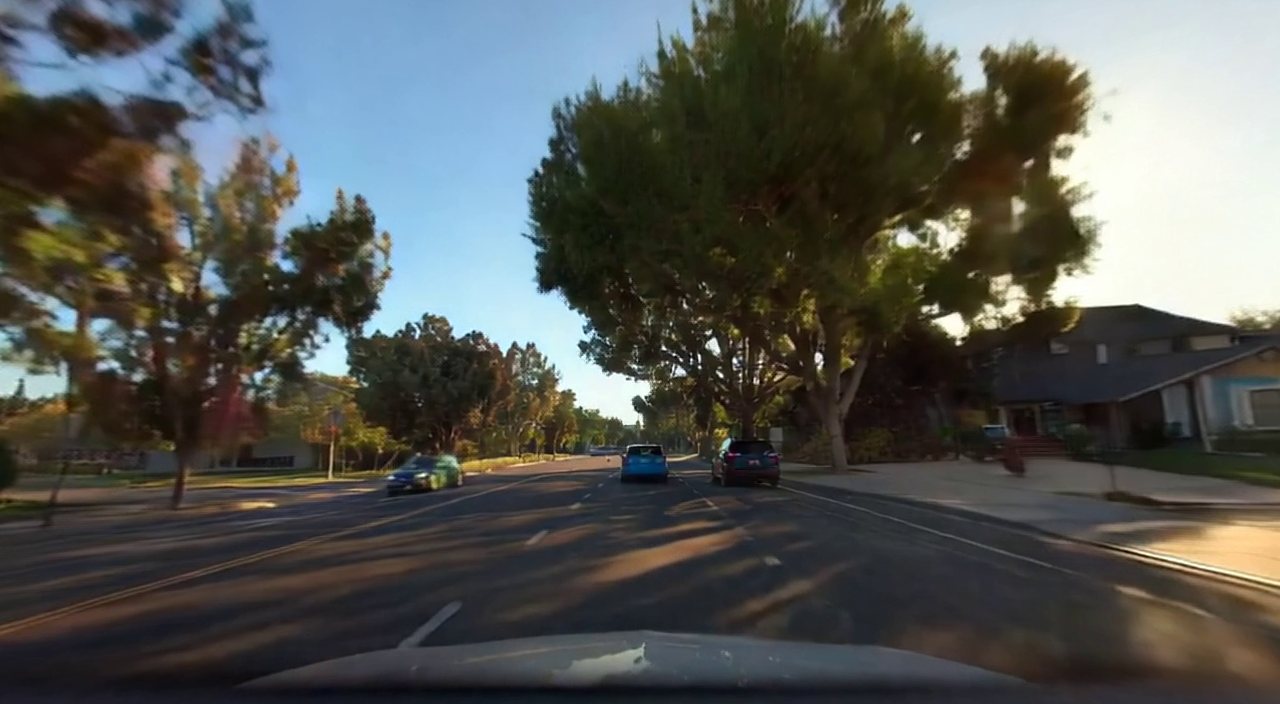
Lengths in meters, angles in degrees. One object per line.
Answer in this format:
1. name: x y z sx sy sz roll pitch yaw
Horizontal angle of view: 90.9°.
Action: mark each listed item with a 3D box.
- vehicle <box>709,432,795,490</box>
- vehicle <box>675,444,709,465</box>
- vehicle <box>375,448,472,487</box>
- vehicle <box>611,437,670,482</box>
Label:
1. vehicle: 3.592 3.605 21.117 2.024 1.711 4.512 0 -8 0
2. vehicle: 3.684 7.380 45.544 2.099 1.463 4.130 0 -8 0
3. vehicle: -10.998 5.882 32.121 4.296 1.611 1.942 -6 -10 12
4. vehicle: 0.048 4.339 25.672 2.200 1.653 4.127 0 -8 1
